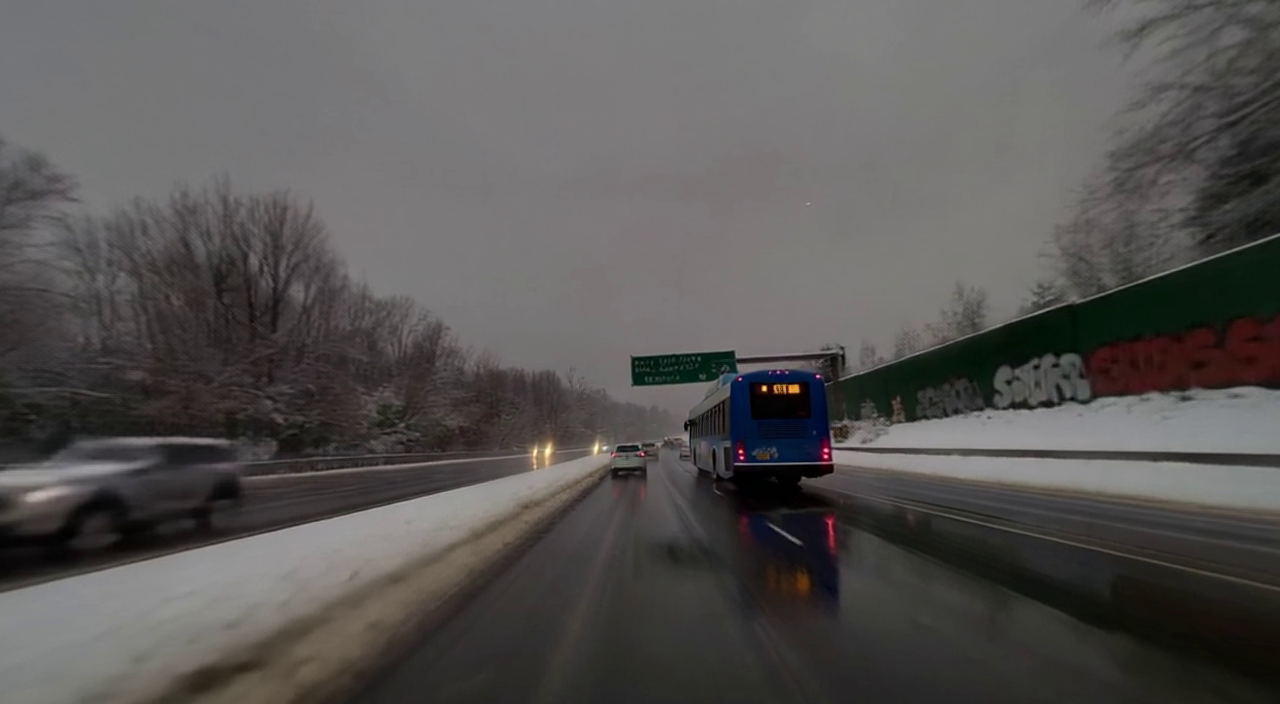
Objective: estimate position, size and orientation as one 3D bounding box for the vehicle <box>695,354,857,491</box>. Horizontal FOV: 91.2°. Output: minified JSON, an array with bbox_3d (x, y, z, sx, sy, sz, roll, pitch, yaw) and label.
[{"bbox_3d":[4.010,2.753,22.283,3.055,3.479,12.521,-1,-9,1],"label":"vehicle"}]

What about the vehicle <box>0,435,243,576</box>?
[{"bbox_3d":[-8.557,2.162,9.577,2.064,1.648,4.371,-1,-9,0],"label":"vehicle"}]

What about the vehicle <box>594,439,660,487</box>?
[{"bbox_3d":[-0.384,3.983,22.736,2.160,1.532,4.073,-1,-9,1],"label":"vehicle"}]
